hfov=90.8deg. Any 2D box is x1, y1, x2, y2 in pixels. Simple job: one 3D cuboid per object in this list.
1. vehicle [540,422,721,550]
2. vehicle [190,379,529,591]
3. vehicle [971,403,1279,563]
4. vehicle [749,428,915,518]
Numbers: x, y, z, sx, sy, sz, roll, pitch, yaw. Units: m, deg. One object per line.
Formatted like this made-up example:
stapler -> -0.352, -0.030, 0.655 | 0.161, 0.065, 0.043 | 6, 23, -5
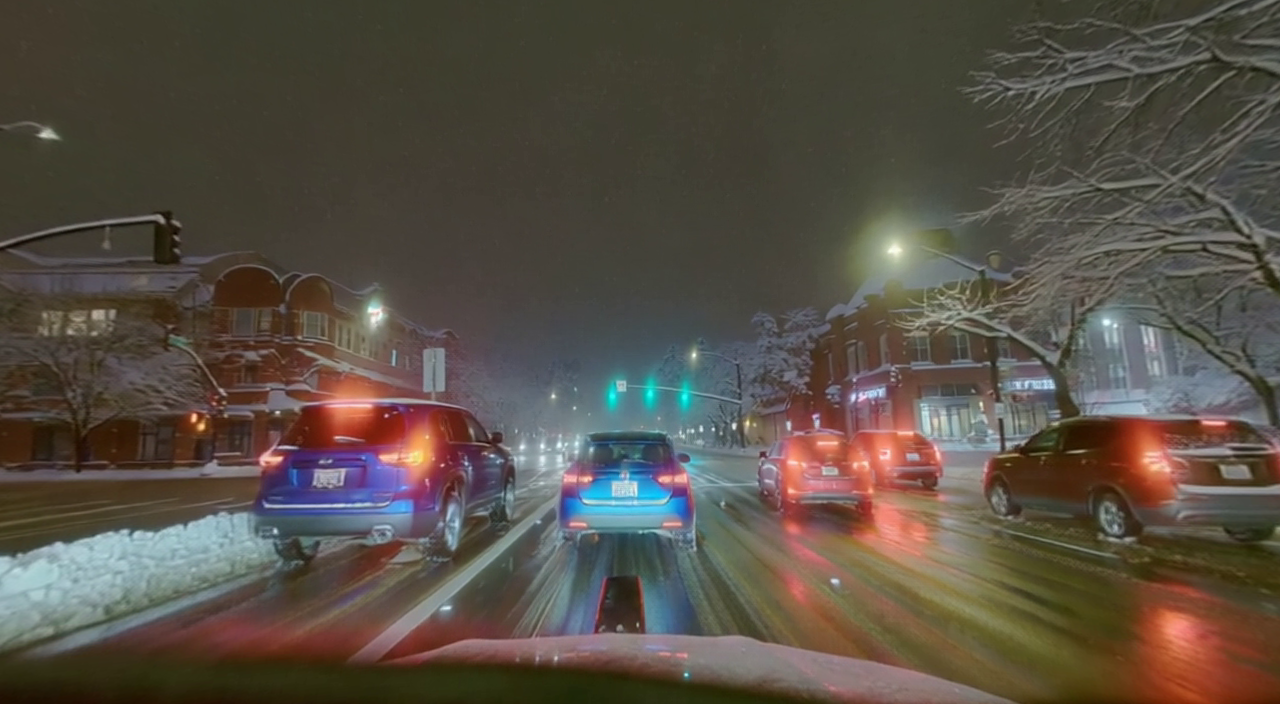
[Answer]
vehicle -> -0.145, 1.859, 9.421 | 2.097, 1.480, 4.006 | 0, -8, -1
vehicle -> -2.849, 1.495, 7.917 | 2.064, 1.825, 4.760 | 0, -8, 0
vehicle -> 7.247, 1.777, 9.345 | 2.068, 1.731, 4.752 | 0, -8, 0
vehicle -> 3.578, 2.337, 12.744 | 1.861, 1.473, 4.393 | 0, -8, -2
